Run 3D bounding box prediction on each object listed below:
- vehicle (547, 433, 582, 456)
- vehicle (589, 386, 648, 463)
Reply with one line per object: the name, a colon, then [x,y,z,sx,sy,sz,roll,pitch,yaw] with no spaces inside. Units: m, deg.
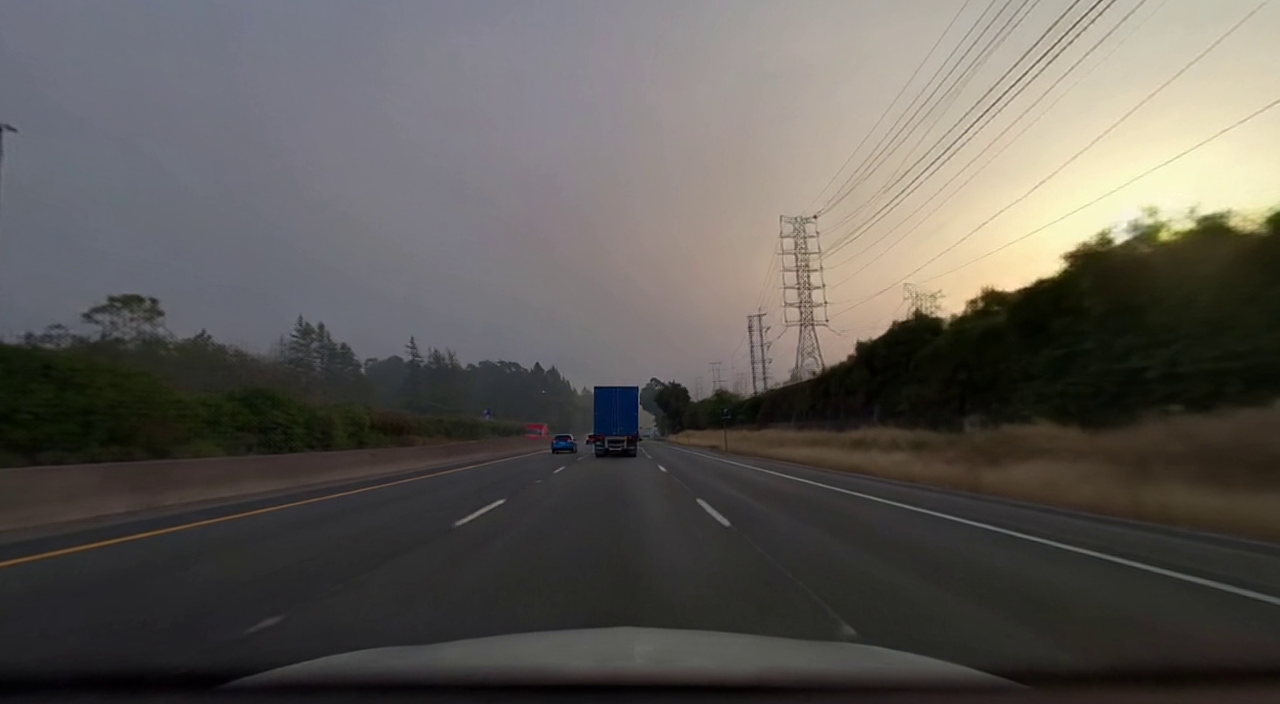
vehicle: [-5.507,6.801,46.396,2.117,1.618,4.480,0,-8,-1]
vehicle: [-1.230,4.303,36.692,2.955,3.851,9.915,0,-8,-2]
